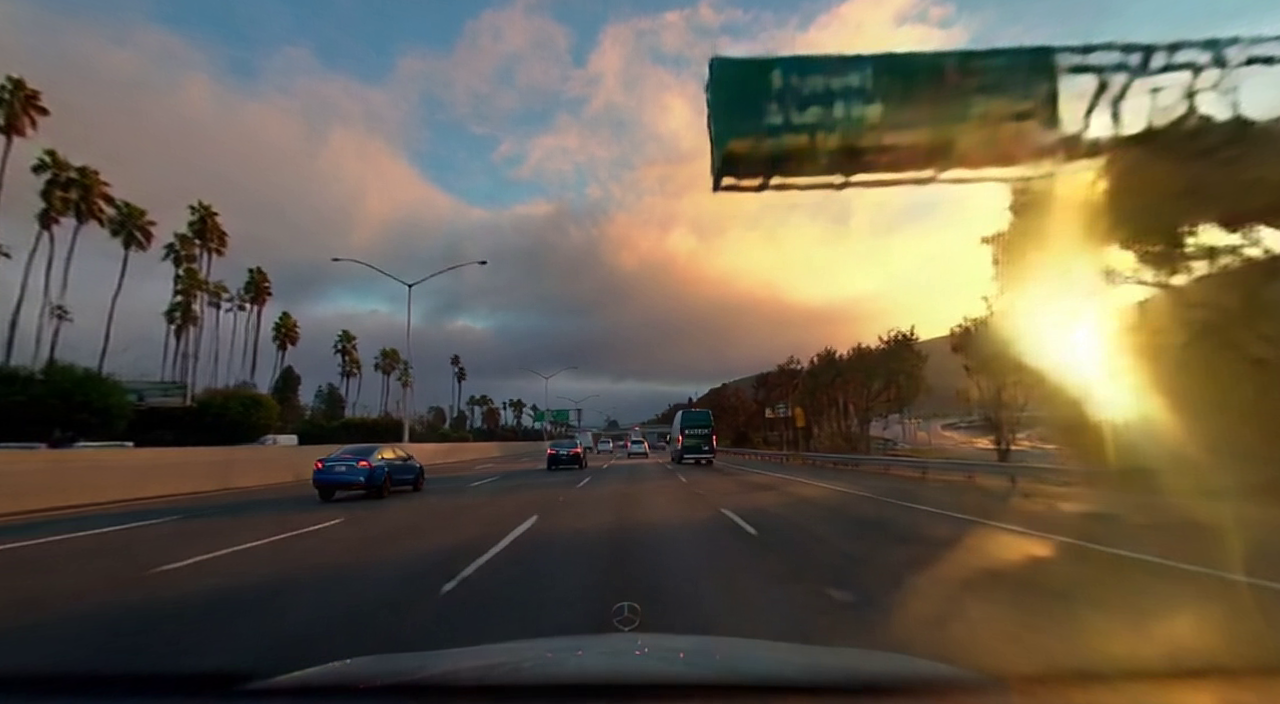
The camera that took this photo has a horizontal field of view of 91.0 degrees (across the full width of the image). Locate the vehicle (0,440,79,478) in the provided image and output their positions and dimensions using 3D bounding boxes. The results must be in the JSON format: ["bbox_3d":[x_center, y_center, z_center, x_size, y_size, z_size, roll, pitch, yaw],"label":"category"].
[{"bbox_3d":[-31.424,5.307,31.418,2.342,1.798,4.902,0,-9,-1],"label":"vehicle"}]

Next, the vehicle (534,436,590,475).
[{"bbox_3d":[-3.526,4.771,29.149,2.017,1.683,4.094,0,-9,0],"label":"vehicle"}]

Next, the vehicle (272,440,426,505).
[{"bbox_3d":[-7.554,3.148,16.927,2.050,1.487,4.372,0,-9,0],"label":"vehicle"}]

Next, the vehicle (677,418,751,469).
[{"bbox_3d":[4.236,5.874,40.038,2.891,2.596,15.534,0,-9,0],"label":"vehicle"}]

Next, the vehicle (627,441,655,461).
[{"bbox_3d":[0.068,7.793,49.447,2.085,1.507,4.096,0,-9,0],"label":"vehicle"}]
